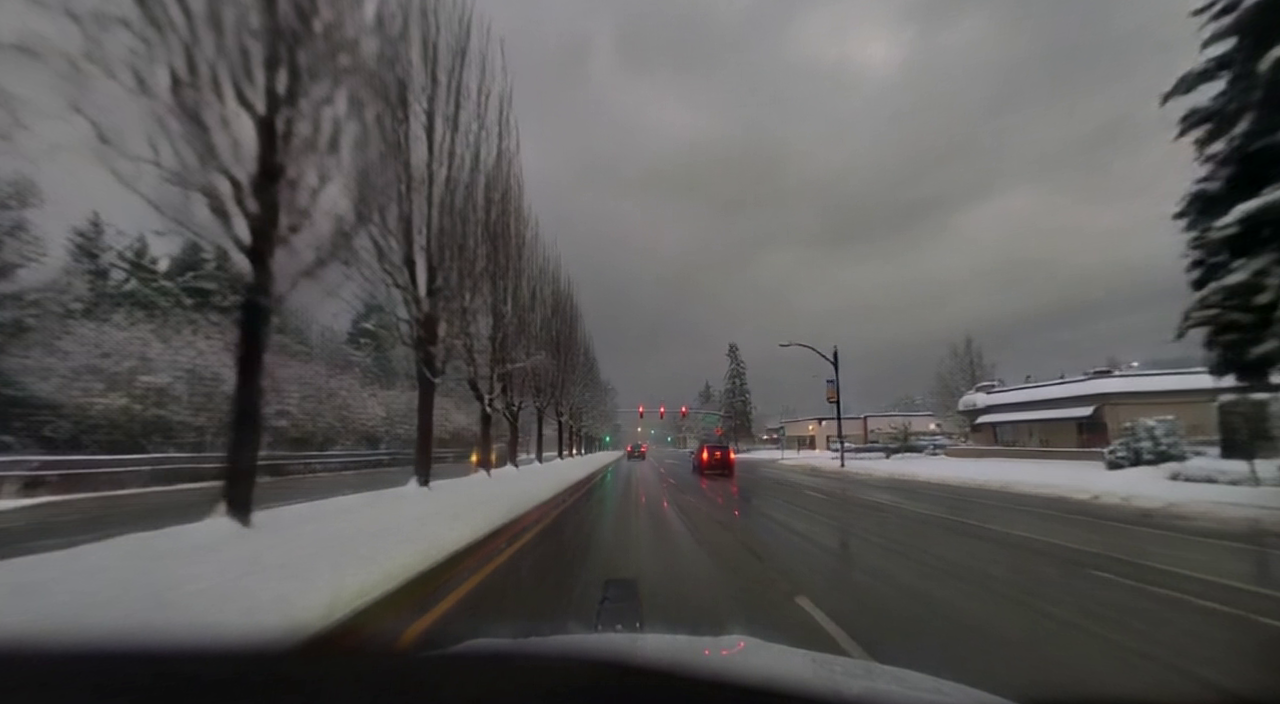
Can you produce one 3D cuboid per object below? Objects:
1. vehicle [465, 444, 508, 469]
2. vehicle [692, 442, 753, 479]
[{"bbox_3d":[-11.921,8.155,49.449,2.116,1.789,4.889,0,-9,0],"label":"vehicle"},{"bbox_3d":[3.493,4.717,27.679,1.983,1.482,4.463,0,-9,-1],"label":"vehicle"}]
